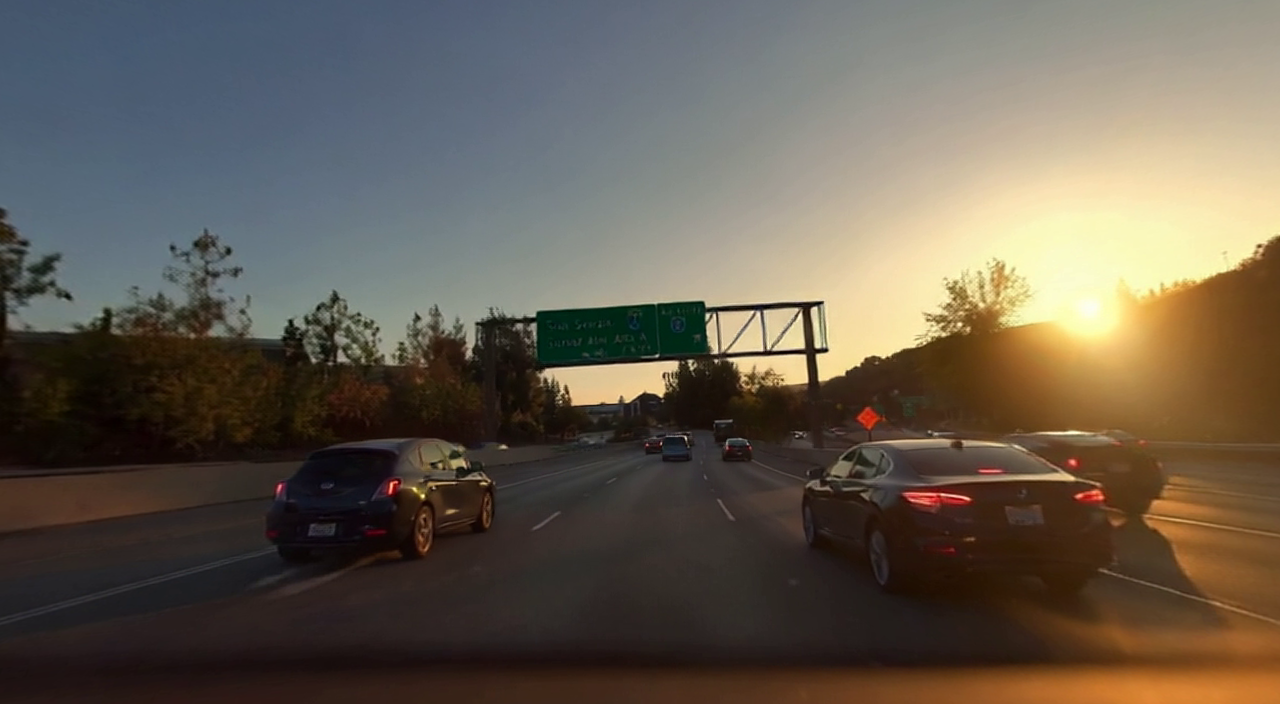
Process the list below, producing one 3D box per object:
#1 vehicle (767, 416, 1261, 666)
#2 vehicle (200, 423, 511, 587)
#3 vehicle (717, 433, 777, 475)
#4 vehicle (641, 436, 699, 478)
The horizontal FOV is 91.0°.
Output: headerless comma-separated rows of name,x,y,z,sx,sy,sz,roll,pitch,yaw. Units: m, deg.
vehicle,2.716,1.493,6.132,2.009,1.489,4.559,0,-9,0
vehicle,-3.205,1.816,8.354,1.937,1.558,4.469,0,-9,2
vehicle,4.563,4.416,27.424,2.076,1.684,4.241,-1,-9,3
vehicle,1.277,4.355,26.264,2.201,1.614,3.803,-1,-9,4
